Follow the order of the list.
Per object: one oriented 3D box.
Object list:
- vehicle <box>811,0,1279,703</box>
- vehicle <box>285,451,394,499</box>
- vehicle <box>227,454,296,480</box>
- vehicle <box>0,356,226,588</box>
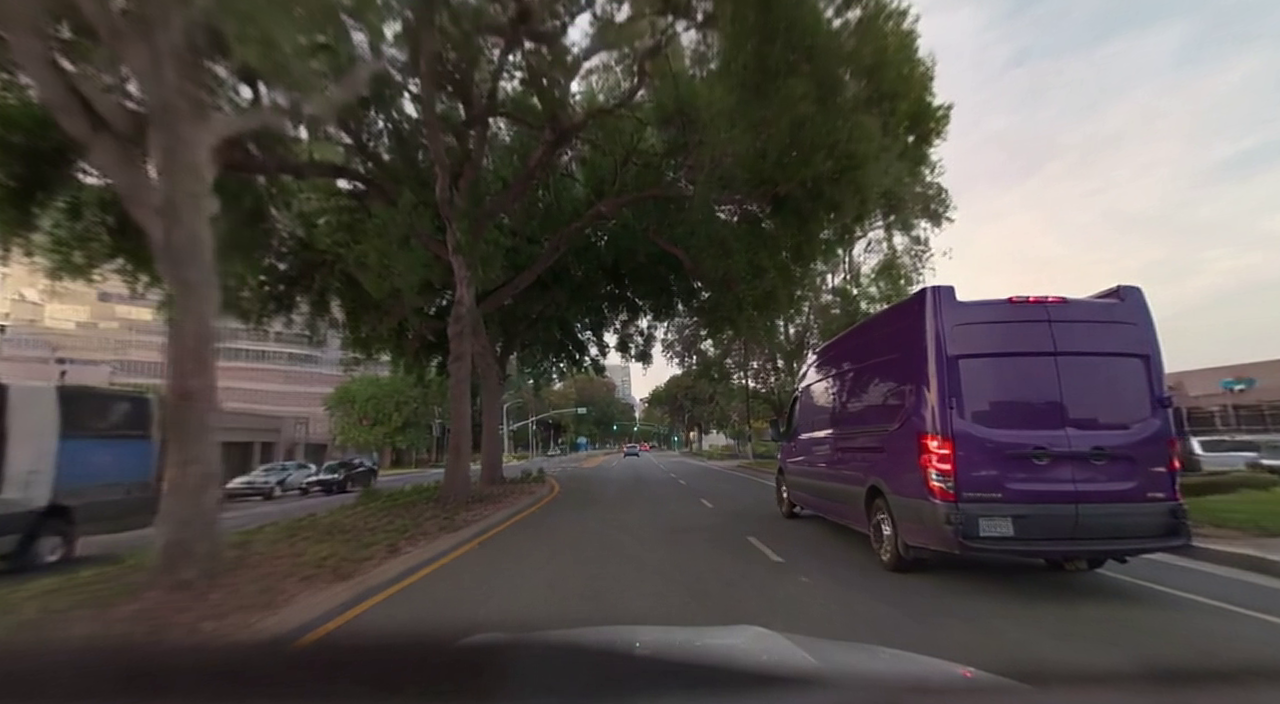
[{"bbox_3d":[3.967,0.230,3.938,2.731,3.407,10.262,0,-9,-1],"label":"vehicle"},{"bbox_3d":[-13.786,5.652,29.539,2.290,1.943,5.833,0,-9,-1],"label":"vehicle"},{"bbox_3d":[-28.313,8.652,47.515,1.978,1.781,4.917,-3,-11,3],"label":"vehicle"},{"bbox_3d":[-10.255,1.651,8.663,3.257,3.085,9.164,0,-9,-3],"label":"vehicle"}]
